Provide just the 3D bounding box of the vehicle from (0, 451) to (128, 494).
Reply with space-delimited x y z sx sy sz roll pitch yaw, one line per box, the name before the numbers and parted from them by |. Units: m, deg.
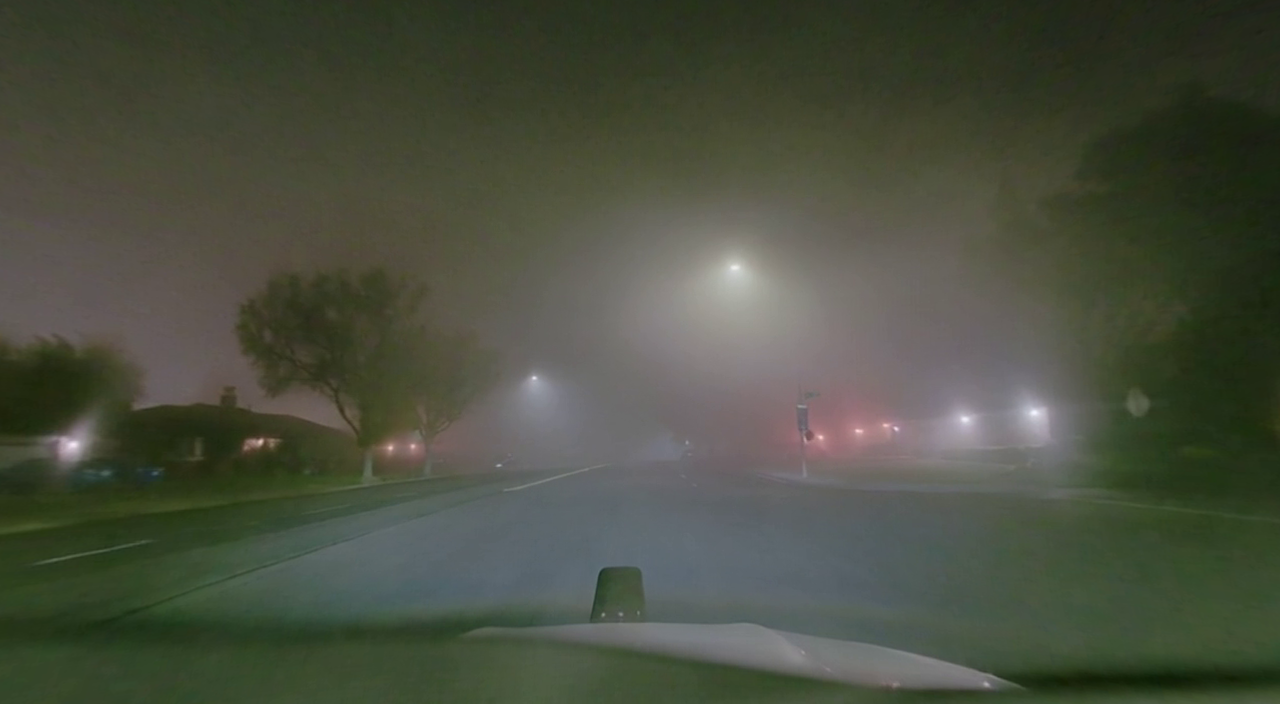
vehicle | -22.760 4.573 24.111 4.486 1.509 2.189 0 -8 1
